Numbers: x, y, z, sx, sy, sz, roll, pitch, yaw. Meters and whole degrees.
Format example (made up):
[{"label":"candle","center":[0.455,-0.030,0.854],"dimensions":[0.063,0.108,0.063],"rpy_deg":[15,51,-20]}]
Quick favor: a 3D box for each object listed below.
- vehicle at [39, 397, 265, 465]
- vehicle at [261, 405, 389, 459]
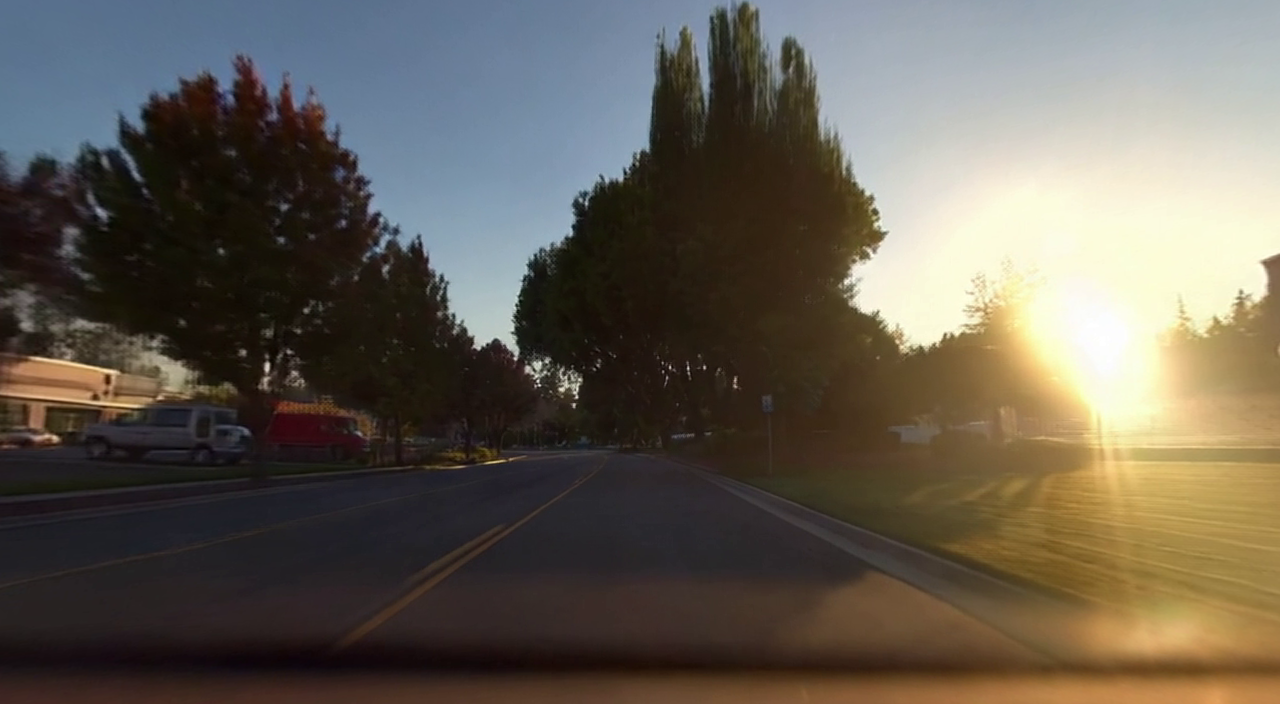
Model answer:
[{"label":"vehicle","center":[-19.590,3.228,25.743],"dimensions":[6.919,2.613,2.356],"rpy_deg":[0,-9,-4]},{"label":"vehicle","center":[-19.764,5.098,39.924],"dimensions":[6.595,3.267,2.535],"rpy_deg":[0,-8,0]}]
